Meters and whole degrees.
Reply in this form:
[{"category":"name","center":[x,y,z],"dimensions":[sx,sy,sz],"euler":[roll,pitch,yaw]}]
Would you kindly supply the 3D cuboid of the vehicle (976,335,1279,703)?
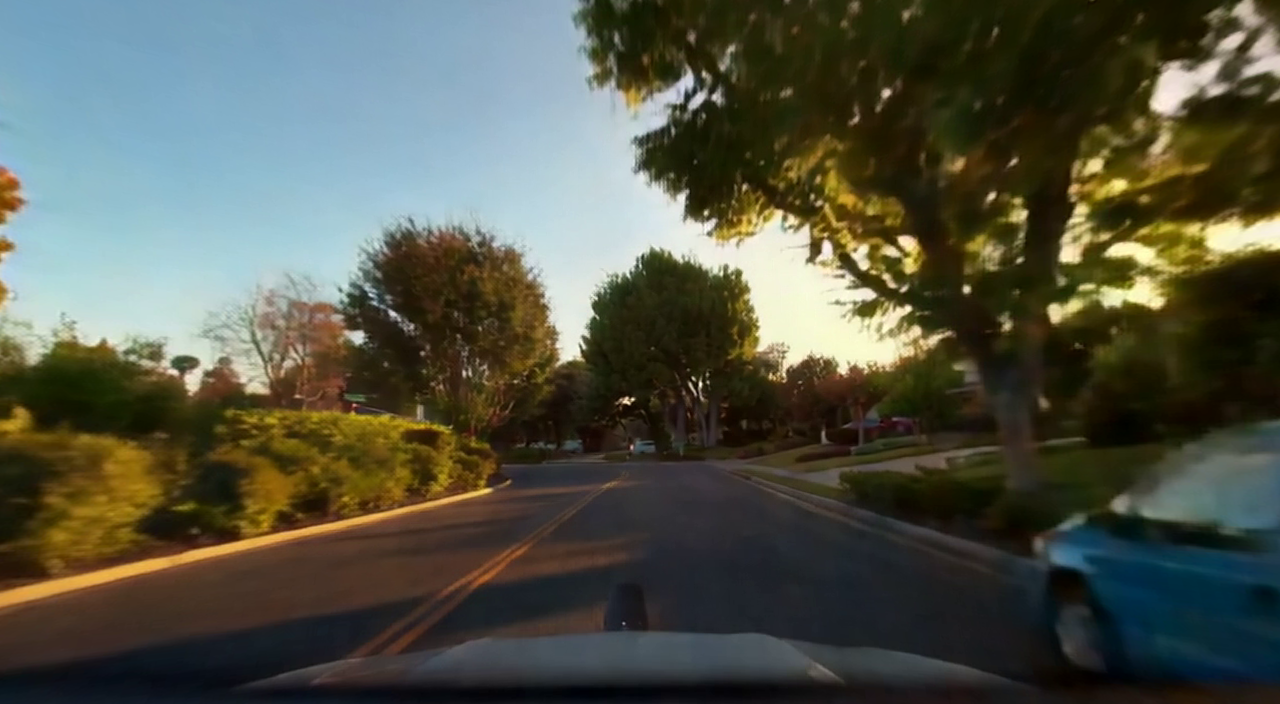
[{"category":"vehicle","center":[3.719,0.835,2.318],"dimensions":[2.323,1.849,4.691],"euler":[0,-8,0]}]
